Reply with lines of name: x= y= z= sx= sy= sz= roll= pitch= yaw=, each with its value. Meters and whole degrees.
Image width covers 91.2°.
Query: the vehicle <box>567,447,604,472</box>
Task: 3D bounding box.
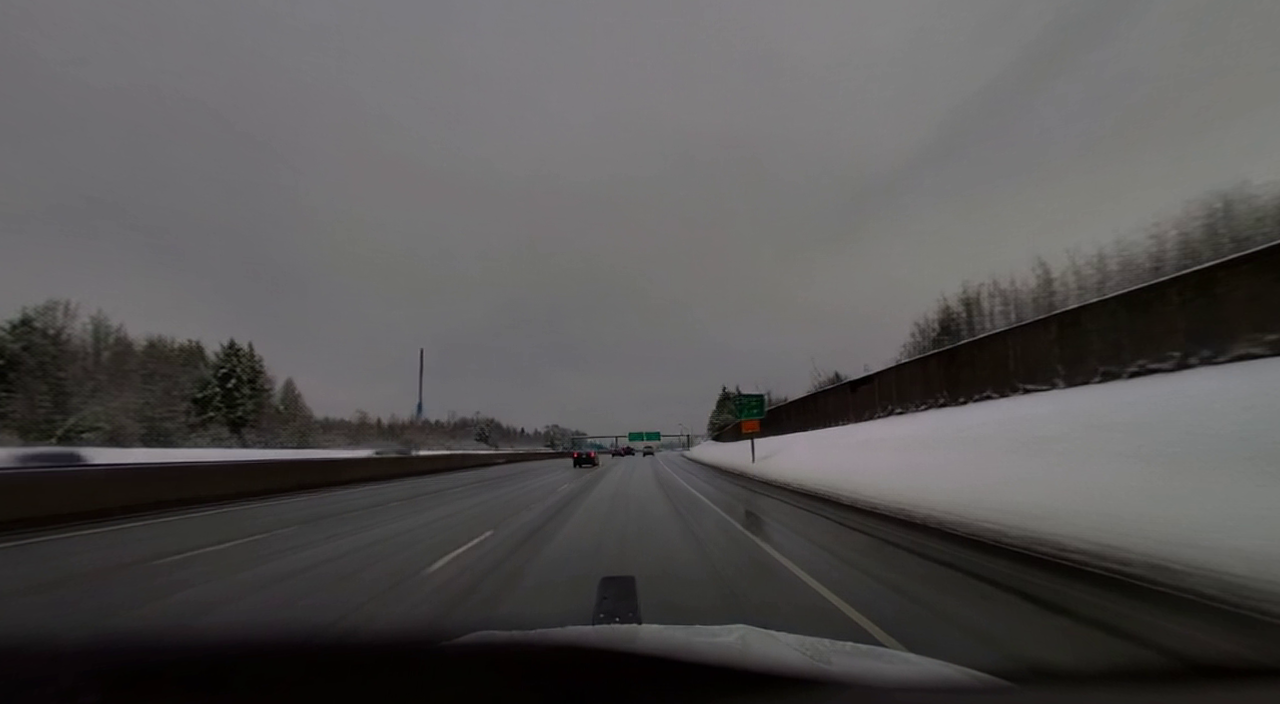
vehicle: x=-3.342 y=6.662 z=38.973 sx=1.895 sy=1.482 sz=3.852 roll=0 pitch=-9 yaw=1

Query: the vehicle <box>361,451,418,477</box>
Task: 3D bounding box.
vehicle: x=-15.224 y=6.821 z=38.365 sx=1.827 sy=1.490 sz=3.910 roll=0 pitch=-9 yaw=1
